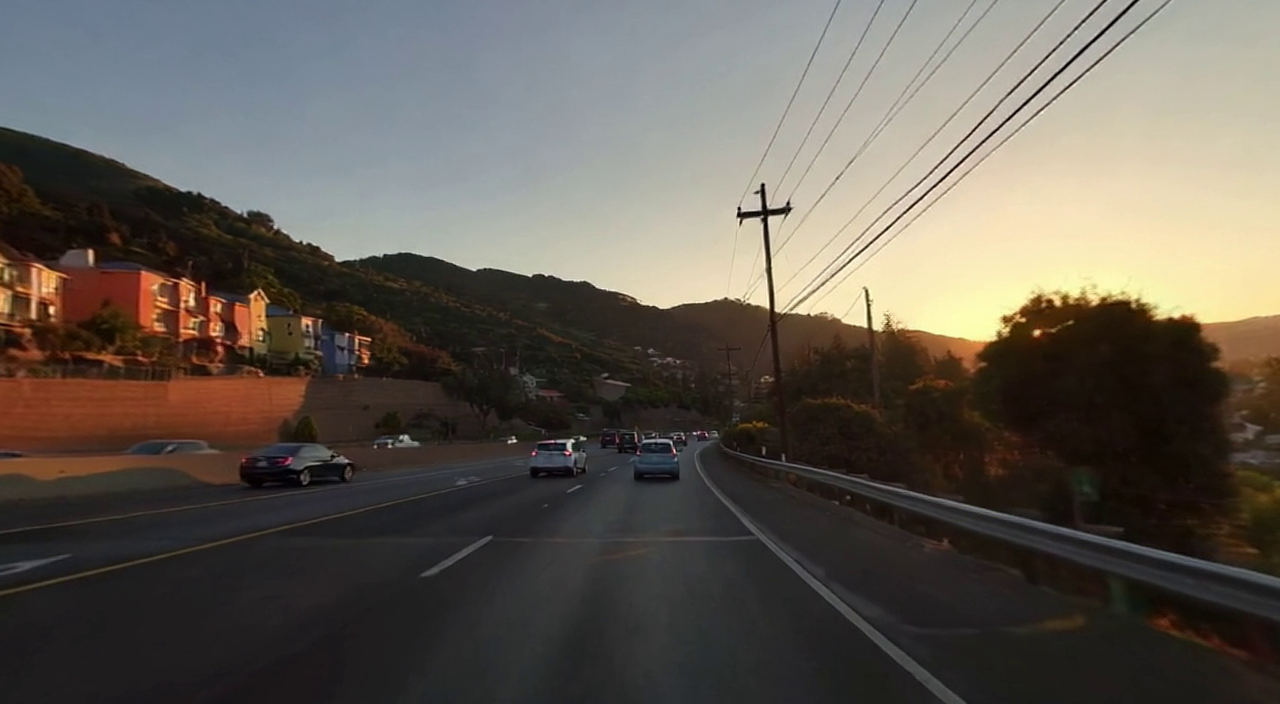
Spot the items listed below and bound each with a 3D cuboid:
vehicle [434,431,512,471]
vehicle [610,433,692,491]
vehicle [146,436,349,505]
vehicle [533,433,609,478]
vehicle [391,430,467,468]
[{"bbox_3d":[-8.125,4.862,31.160,2.080,1.833,4.461,-1,-8,8],"label":"vehicle"},{"bbox_3d":[0.386,3.150,18.425,2.109,1.495,3.935,-1,-8,3],"label":"vehicle"},{"bbox_3d":[-9.618,2.905,16.000,1.959,1.469,4.450,-1,-8,6],"label":"vehicle"},{"bbox_3d":[-2.660,4.126,25.478,2.121,1.639,4.383,-1,-8,6],"label":"vehicle"},{"bbox_3d":[-11.775,5.474,35.593,2.105,1.971,4.868,-1,-8,7],"label":"vehicle"}]
